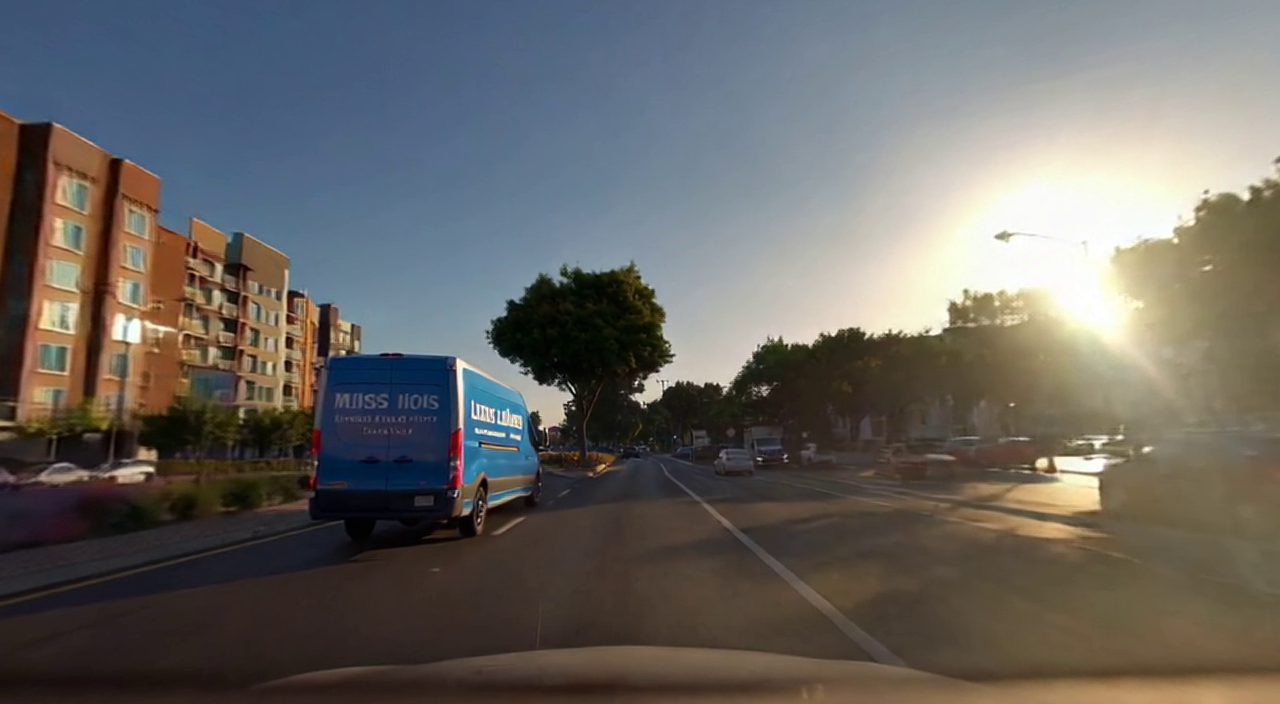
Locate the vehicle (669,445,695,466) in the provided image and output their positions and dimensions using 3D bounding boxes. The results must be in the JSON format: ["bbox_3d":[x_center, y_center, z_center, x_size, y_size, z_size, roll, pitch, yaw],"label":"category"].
[{"bbox_3d":[3.230,7.994,48.850,1.878,1.534,4.120,-1,-8,3],"label":"vehicle"}]

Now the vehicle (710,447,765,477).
[{"bbox_3d":[5.035,5.726,33.281,2.127,1.439,5.034,0,-8,1],"label":"vehicle"}]

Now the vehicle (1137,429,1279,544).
[{"bbox_3d":[9.253,1.807,8.683,1.850,1.477,3.520,0,-8,-2],"label":"vehicle"}]

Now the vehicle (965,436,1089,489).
[{"bbox_3d":[12.070,3.432,19.974,1.627,1.493,3.508,0,-8,-1],"label":"vehicle"}]

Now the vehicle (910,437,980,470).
[{"bbox_3d":[16.927,5.576,34.994,4.333,1.698,1.959,8,-11,-43],"label":"vehicle"}]

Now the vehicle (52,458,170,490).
[{"bbox_3d":[-28.447,6.549,34.231,1.878,1.476,4.847,-2,-9,7],"label":"vehicle"}]

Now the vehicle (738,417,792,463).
[{"bbox_3d":[9.502,6.819,48.779,2.882,3.208,7.609,-1,-8,3],"label":"vehicle"}]

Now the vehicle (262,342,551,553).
[{"bbox_3d":[-3.848,1.886,12.808,2.763,2.974,7.562,-1,-8,2],"label":"vehicle"}]
